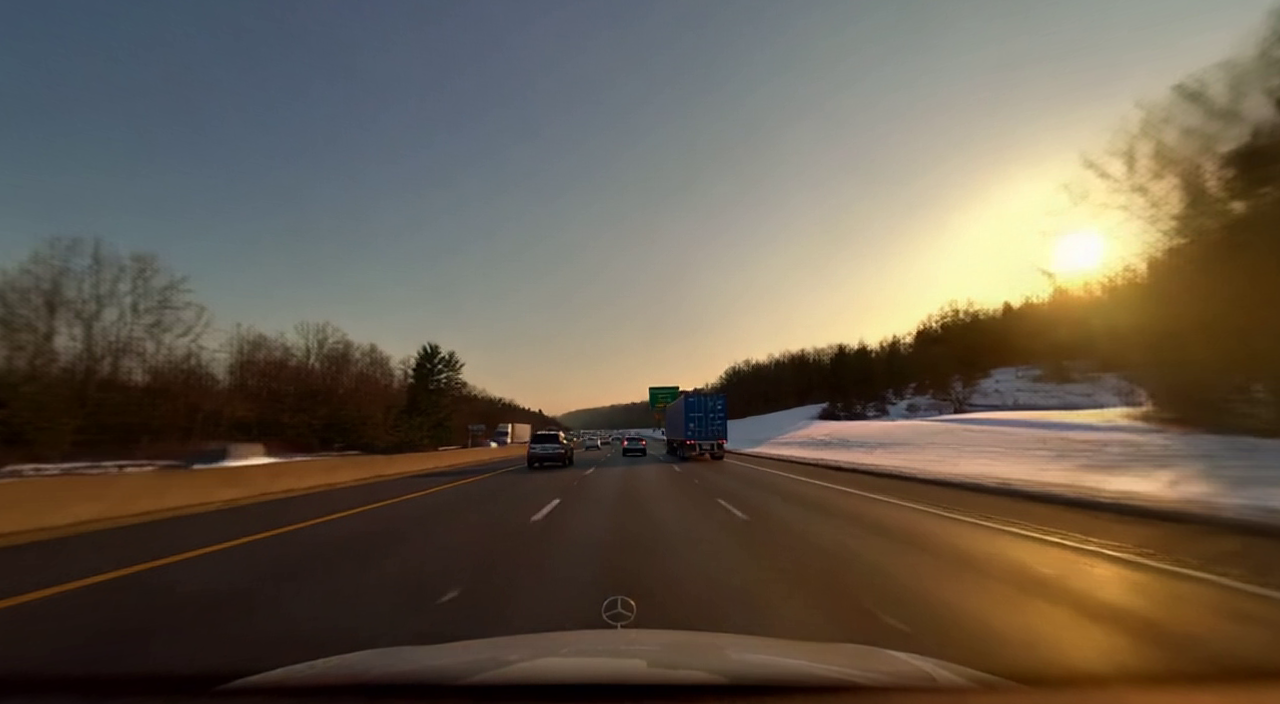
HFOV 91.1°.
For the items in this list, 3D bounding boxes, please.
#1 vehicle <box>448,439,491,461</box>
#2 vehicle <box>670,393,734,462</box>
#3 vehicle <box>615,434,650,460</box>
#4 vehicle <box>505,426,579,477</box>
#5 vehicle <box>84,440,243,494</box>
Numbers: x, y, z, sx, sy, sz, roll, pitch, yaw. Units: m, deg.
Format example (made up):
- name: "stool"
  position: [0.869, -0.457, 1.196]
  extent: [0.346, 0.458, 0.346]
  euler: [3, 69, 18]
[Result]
- name: "vehicle"
  position: [-12.911, 7.438, 47.888]
  extent: [1.954, 1.527, 4.652]
  euler: [0, -8, 0]
- name: "vehicle"
  position: [3.650, 4.736, 39.212]
  extent: [2.883, 3.836, 7.894]
  euler: [0, -8, -2]
- name: "vehicle"
  position: [-0.502, 5.939, 39.460]
  extent: [2.088, 1.567, 4.240]
  euler: [0, -8, -1]
- name: "vehicle"
  position: [-3.513, 3.654, 23.395]
  extent: [2.054, 1.671, 4.445]
  euler: [0, -8, 0]
- name: "vehicle"
  position: [-15.570, 3.731, 20.910]
  extent: [1.889, 1.586, 4.369]
  euler: [0, -8, -1]
